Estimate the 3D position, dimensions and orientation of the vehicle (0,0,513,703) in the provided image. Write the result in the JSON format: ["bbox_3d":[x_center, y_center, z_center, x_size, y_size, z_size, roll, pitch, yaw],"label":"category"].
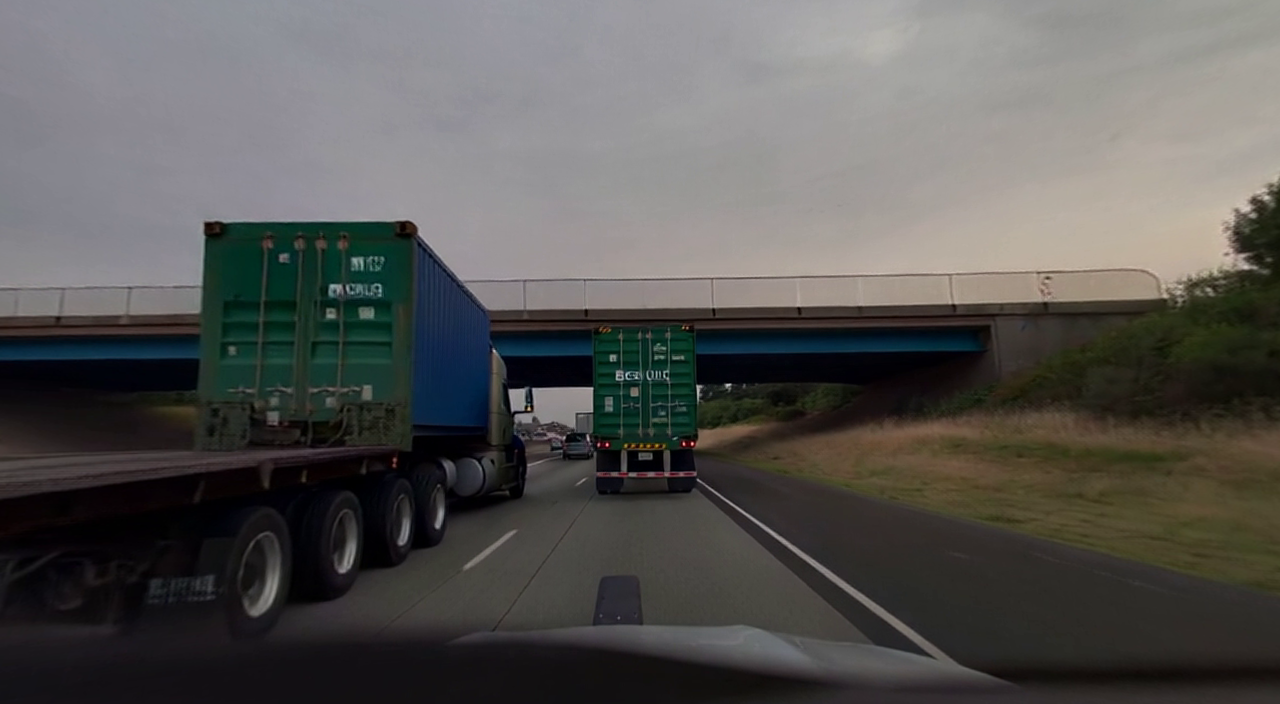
[{"bbox_3d":[-3.707,-0.219,3.809,2.873,4.198,13.317,-1,-8,1],"label":"vehicle"}]

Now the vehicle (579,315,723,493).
[{"bbox_3d":[0.224,1.753,18.756,3.357,4.212,7.519,0,-9,0],"label":"vehicle"}]
